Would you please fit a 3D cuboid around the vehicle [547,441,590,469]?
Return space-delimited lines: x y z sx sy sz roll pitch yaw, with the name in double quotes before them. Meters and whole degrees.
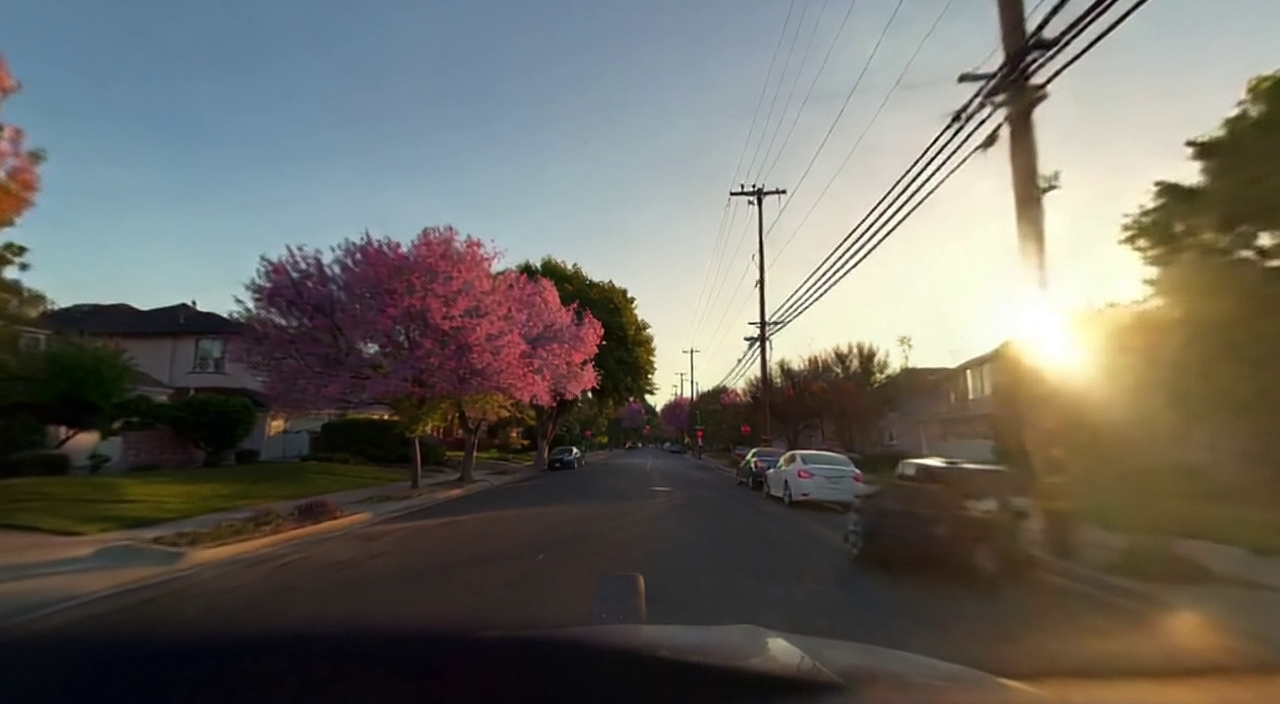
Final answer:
"vehicle" -4.274 6.235 38.534 1.938 1.508 4.481 0 -7 2

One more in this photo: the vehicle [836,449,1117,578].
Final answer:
"vehicle" 5.233 2.216 9.599 4.526 1.449 2.075 7 -11 -39

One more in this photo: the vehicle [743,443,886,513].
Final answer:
"vehicle" 4.171 3.077 16.066 2.006 1.489 4.753 1 -8 -4
